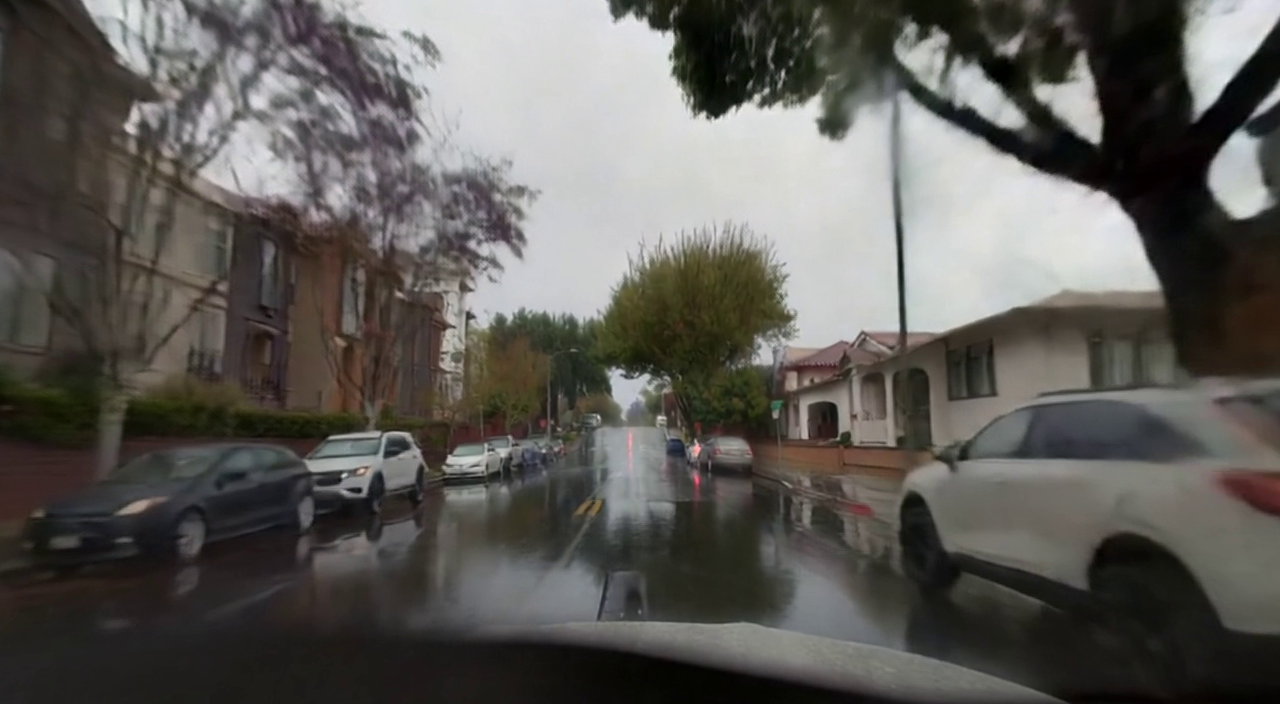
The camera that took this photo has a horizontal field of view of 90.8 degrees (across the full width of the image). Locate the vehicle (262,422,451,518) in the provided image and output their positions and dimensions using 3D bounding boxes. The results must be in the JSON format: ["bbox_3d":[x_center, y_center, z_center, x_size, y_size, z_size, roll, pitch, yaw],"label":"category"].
[{"bbox_3d":[-5.710,2.425,13.514,1.958,1.682,4.536,0,-8,-1],"label":"vehicle"}]

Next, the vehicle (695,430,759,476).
[{"bbox_3d":[3.545,4.191,26.526,1.952,1.738,4.518,0,-8,-1],"label":"vehicle"}]

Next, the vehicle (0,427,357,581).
[{"bbox_3d":[-5.795,1.814,8.475,1.998,1.485,4.476,0,-8,-1],"label":"vehicle"}]

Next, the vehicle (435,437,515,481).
[{"bbox_3d":[-5.984,3.921,23.451,2.003,1.489,4.051,0,-8,-2],"label":"vehicle"}]

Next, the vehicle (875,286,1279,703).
[{"bbox_3d":[3.633,0.981,4.282,2.158,1.977,4.750,0,-8,-1],"label":"vehicle"}]
